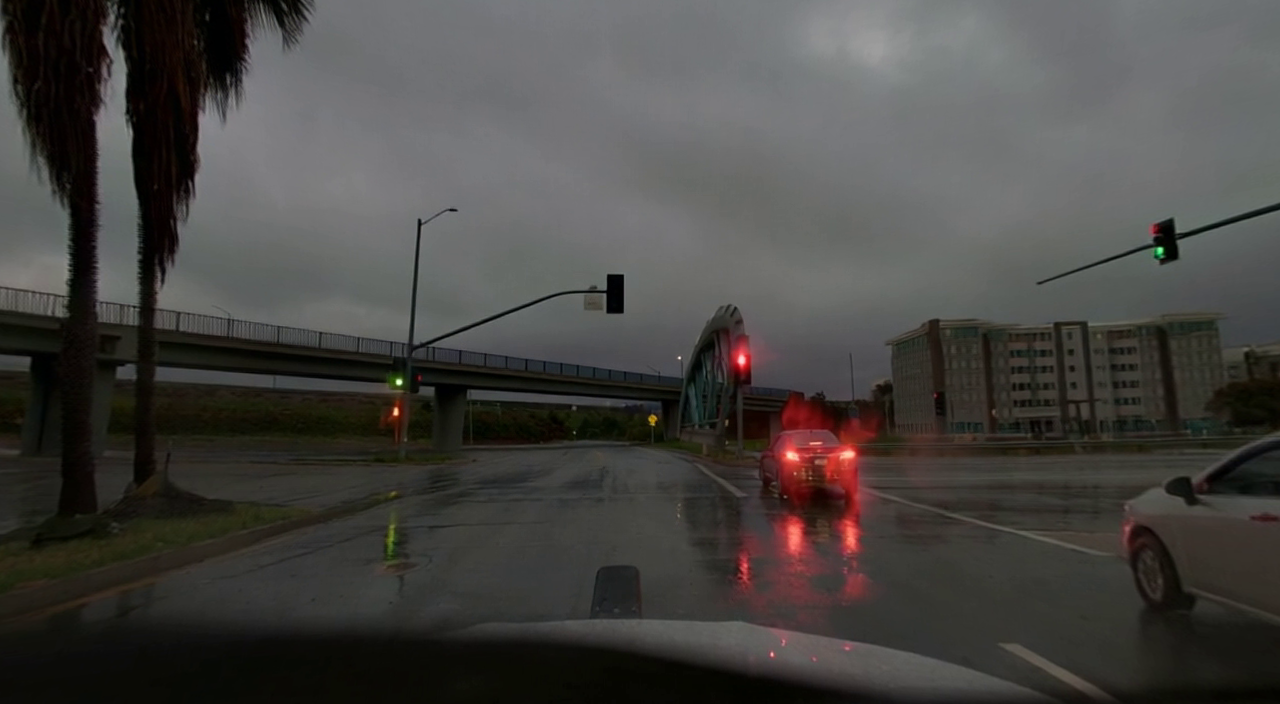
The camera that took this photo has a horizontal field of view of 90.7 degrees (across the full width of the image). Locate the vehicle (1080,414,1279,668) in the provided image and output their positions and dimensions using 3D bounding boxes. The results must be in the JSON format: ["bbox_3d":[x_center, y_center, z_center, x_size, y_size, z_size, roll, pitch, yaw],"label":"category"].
[{"bbox_3d":[4.713,1.080,3.510,1.959,1.485,4.628,-2,-9,11],"label":"vehicle"}]
